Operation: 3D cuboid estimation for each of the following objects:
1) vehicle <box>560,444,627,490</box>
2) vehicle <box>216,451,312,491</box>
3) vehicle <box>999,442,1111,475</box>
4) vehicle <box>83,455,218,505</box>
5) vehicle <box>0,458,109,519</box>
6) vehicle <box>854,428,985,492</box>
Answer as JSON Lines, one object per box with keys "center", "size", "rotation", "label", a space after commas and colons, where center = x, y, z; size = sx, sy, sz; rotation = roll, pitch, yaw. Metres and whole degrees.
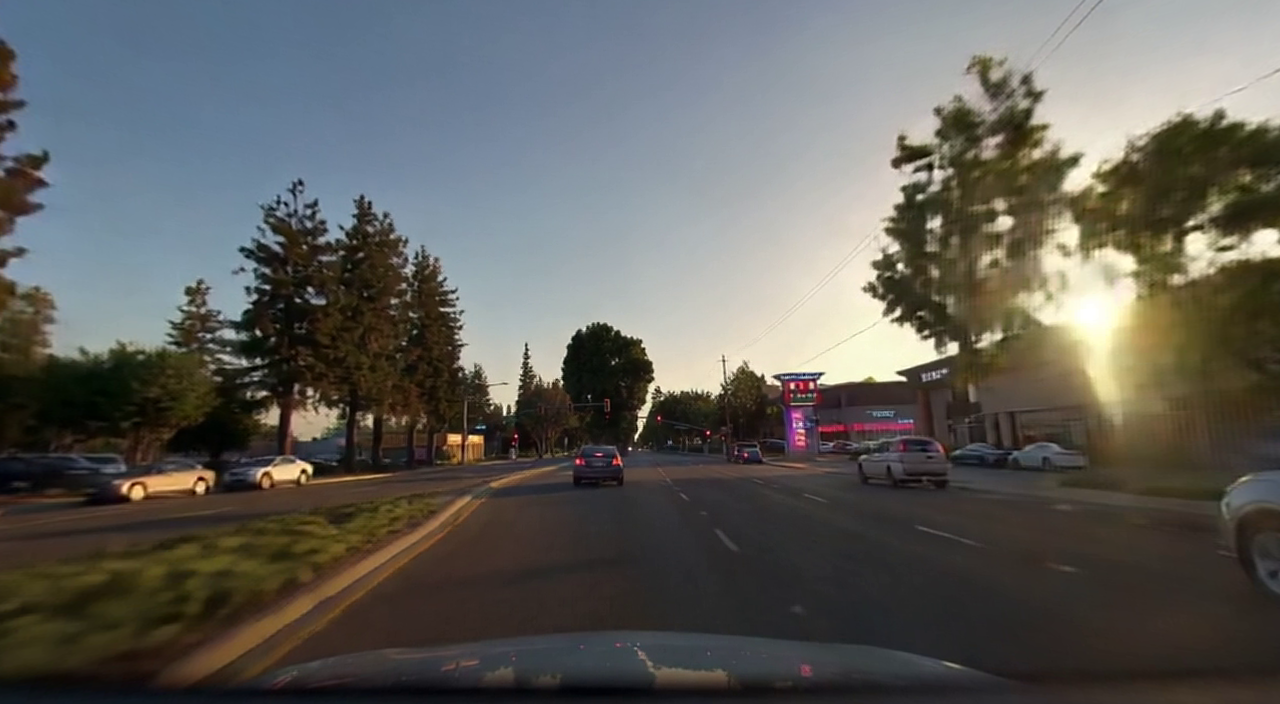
{"center": [-1.647, 4.034, 22.554], "size": [2.185, 1.473, 3.925], "rotation": [0, -9, -4], "label": "vehicle"}
{"center": [-18.969, 5.981, 32.163], "size": [2.027, 1.831, 4.644], "rotation": [0, -9, -1], "label": "vehicle"}
{"center": [19.568, 5.010, 29.889], "size": [4.212, 1.436, 1.919], "rotation": [-6, -10, 34], "label": "vehicle"}
{"center": [-19.276, 5.023, 25.192], "size": [1.905, 1.698, 4.408], "rotation": [0, -9, -1], "label": "vehicle"}
{"center": [-19.049, 4.127, 19.125], "size": [1.896, 1.620, 4.542], "rotation": [-2, -8, 1], "label": "vehicle"}
{"center": [10.312, 4.049, 24.020], "size": [2.266, 2.118, 5.742], "rotation": [0, -9, -1], "label": "vehicle"}
